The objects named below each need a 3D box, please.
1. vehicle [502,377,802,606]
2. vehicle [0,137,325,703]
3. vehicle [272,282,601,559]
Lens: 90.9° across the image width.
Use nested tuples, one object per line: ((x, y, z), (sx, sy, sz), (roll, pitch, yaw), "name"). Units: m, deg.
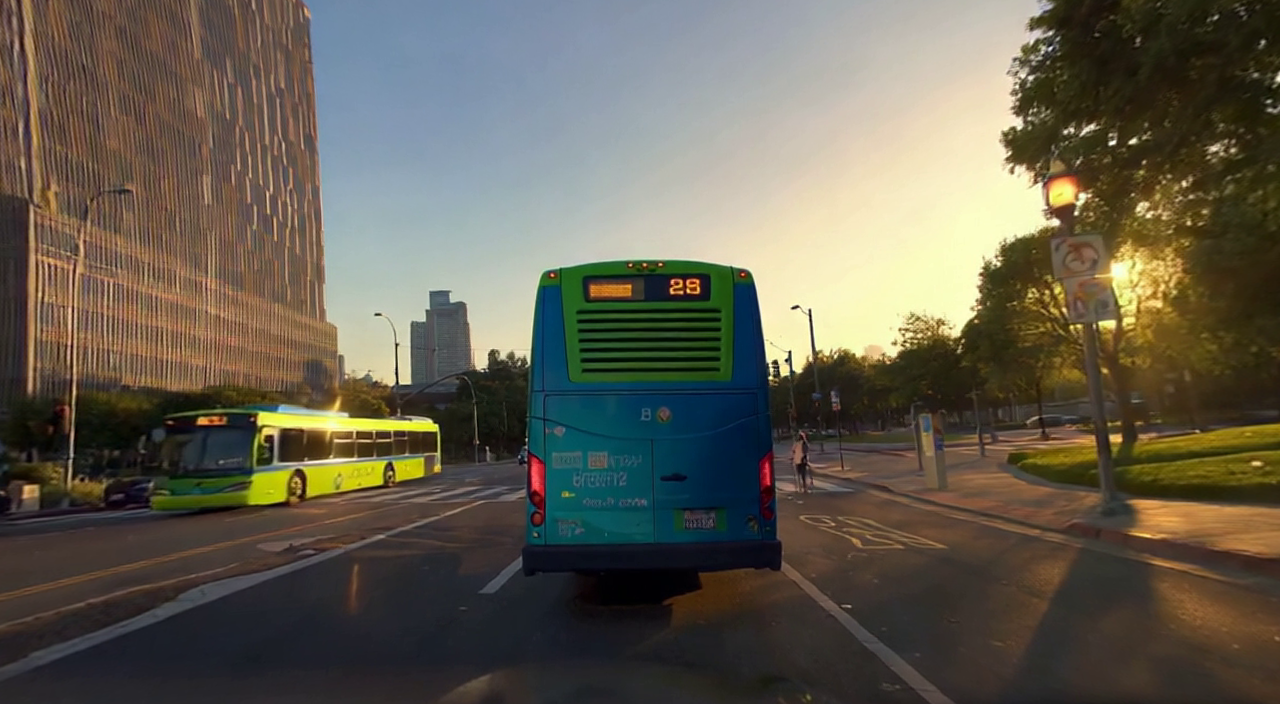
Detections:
((0.131, 1.501, 7.518), (2.500, 1.912, 4.270), (0, -9, 1), "vehicle")
((-2.745, 0.323, 0.201), (2.329, 2.089, 5.659), (0, -9, 0), "vehicle")
((-2.898, 1.843, 14.639), (3.042, 3.445, 13.615), (0, -9, 0), "vehicle")
